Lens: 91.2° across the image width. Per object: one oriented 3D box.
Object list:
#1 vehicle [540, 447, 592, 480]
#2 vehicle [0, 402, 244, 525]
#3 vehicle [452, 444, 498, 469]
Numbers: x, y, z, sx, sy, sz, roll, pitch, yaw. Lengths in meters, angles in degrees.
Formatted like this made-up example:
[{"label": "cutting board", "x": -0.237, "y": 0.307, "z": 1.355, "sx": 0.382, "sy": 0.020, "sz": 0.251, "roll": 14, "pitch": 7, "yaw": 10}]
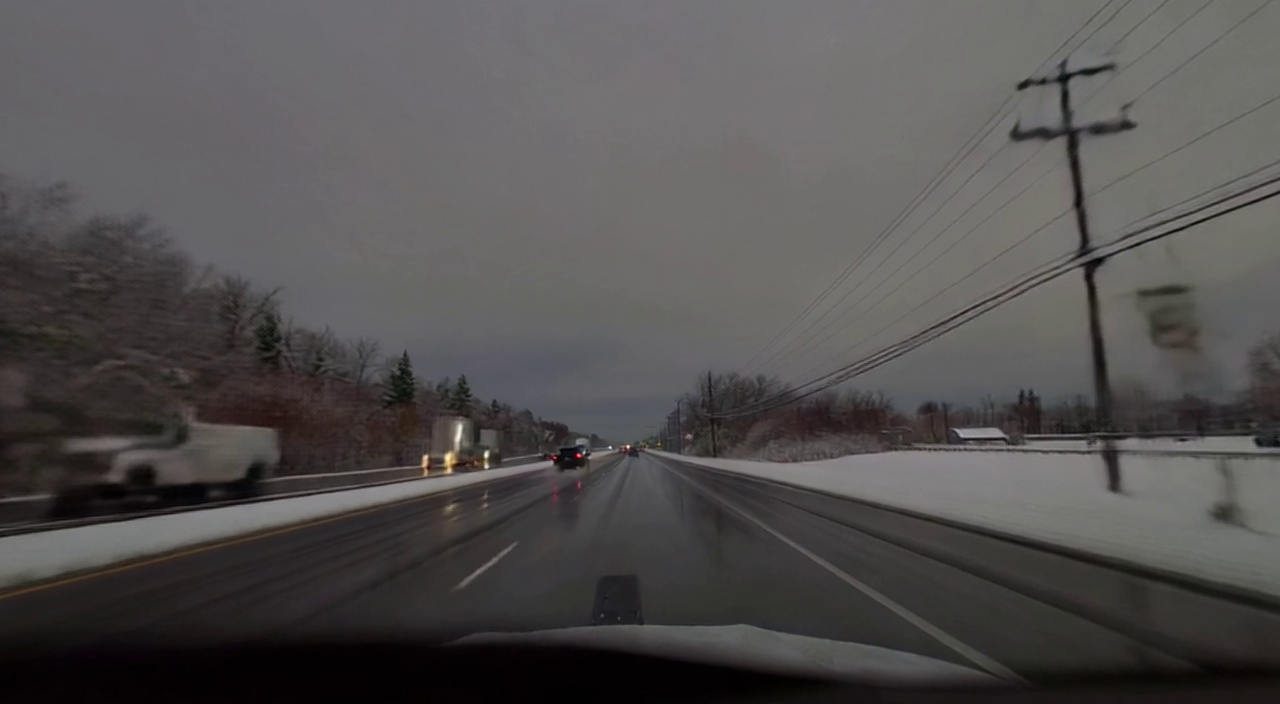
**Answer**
[{"label": "vehicle", "x": -3.650, "y": 5.632, "z": 31.830, "sx": 2.123, "sy": 1.545, "sz": 4.404, "roll": 0, "pitch": -9, "yaw": 0}, {"label": "vehicle", "x": -13.582, "y": 2.797, "z": 16.169, "sx": 2.240, "sy": 2.488, "sz": 6.830, "roll": 0, "pitch": -9, "yaw": 0}, {"label": "vehicle", "x": -12.421, "y": 7.896, "z": 47.495, "sx": 2.144, "sy": 1.816, "sz": 4.673, "roll": 0, "pitch": -9, "yaw": 0}]
